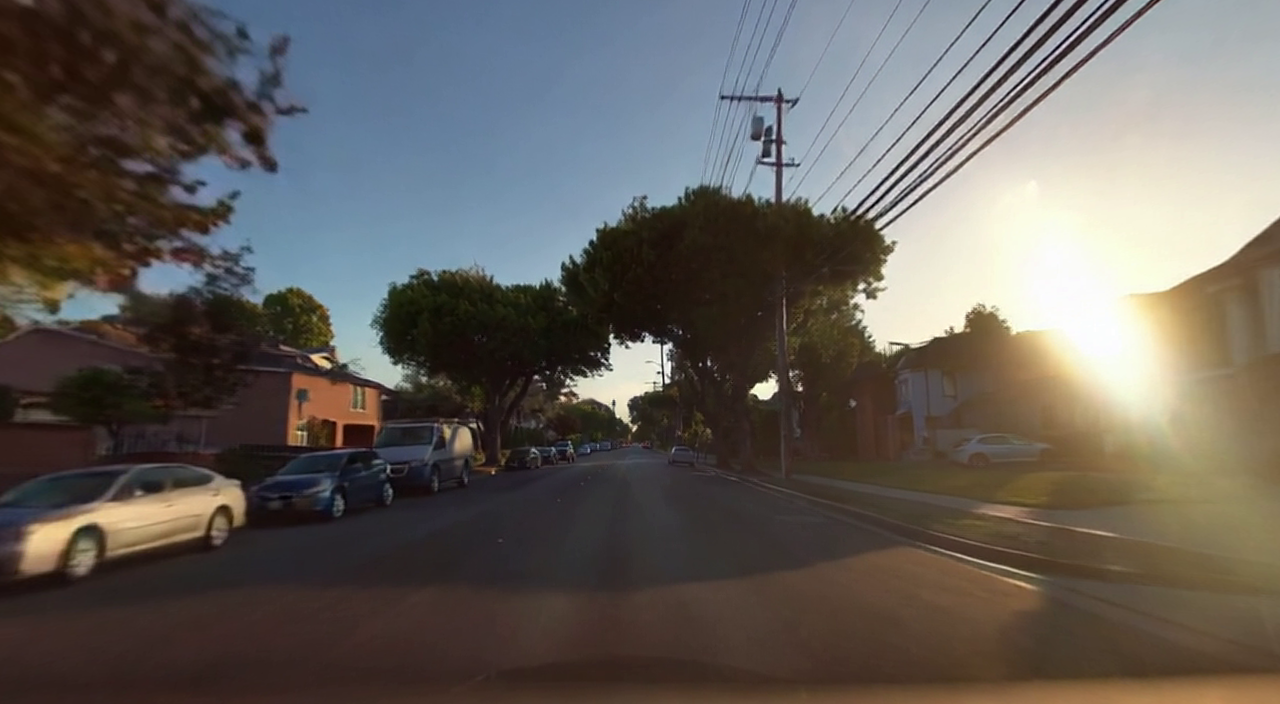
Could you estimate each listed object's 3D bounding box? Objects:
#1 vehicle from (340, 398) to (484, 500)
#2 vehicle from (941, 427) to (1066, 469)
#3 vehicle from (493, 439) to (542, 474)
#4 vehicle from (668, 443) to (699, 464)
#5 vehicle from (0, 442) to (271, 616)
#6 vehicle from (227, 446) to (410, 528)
[{"bbox_3d":[-6.865,3.088,19.985,2.439,2.724,5.647,-1,-10,0],"label":"vehicle"},{"bbox_3d":[16.012,4.273,27.976,4.275,1.645,1.874,-2,-10,1],"label":"vehicle"},{"bbox_3d":[-6.832,5.872,35.696,1.963,1.820,4.297,0,-8,-1],"label":"vehicle"},{"bbox_3d":[3.247,7.697,48.014,1.869,1.453,4.237,0,-9,-2],"label":"vehicle"},{"bbox_3d":[-6.501,1.867,7.416,1.858,1.476,4.262,-1,-9,-2],"label":"vehicle"},{"bbox_3d":[-6.735,2.863,13.850,1.846,1.427,4.260,-1,-10,-1],"label":"vehicle"}]
